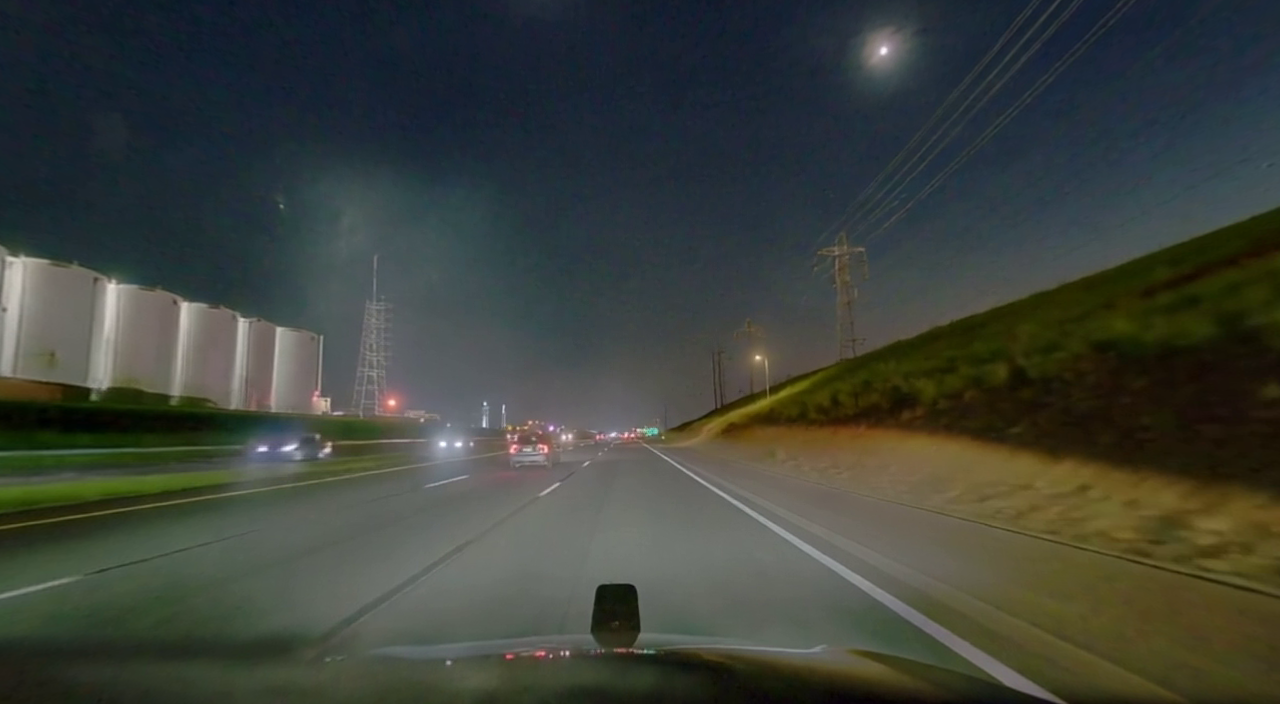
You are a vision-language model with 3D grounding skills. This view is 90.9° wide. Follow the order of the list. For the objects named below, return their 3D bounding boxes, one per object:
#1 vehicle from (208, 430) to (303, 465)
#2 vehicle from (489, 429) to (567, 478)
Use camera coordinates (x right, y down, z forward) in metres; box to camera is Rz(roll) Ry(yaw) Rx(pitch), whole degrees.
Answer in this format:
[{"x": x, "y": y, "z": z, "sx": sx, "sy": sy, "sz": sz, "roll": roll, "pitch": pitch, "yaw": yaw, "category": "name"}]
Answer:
[{"x": -19.805, "y": 4.923, "z": 32.760, "sx": 1.990, "sy": 1.657, "sz": 4.842, "roll": 0, "pitch": -8, "yaw": -1, "category": "vehicle"}, {"x": -3.671, "y": 3.397, "z": 21.430, "sx": 1.952, "sy": 1.462, "sz": 3.969, "roll": 0, "pitch": -8, "yaw": 0, "category": "vehicle"}]
